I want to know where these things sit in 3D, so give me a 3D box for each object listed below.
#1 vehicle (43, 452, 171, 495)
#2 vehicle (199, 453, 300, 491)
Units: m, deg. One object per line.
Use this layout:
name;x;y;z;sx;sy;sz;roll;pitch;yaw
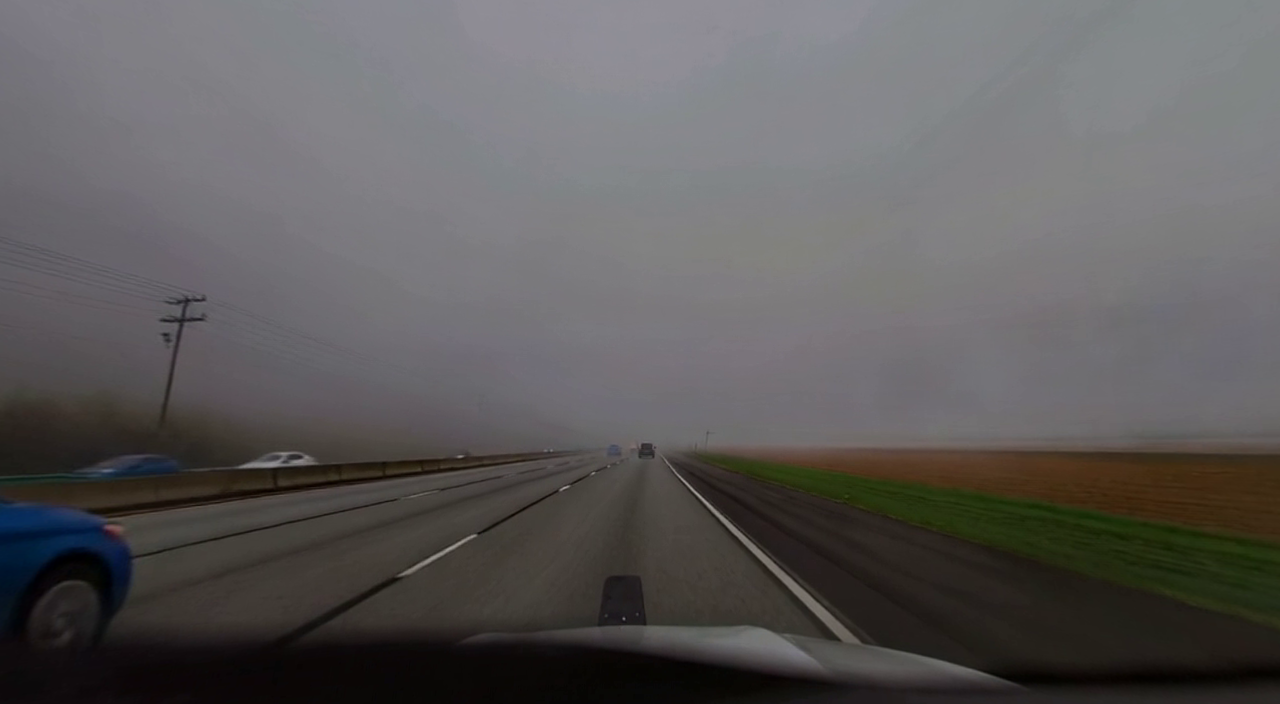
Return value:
vehicle;-19.887;4.529;23.706;1.701;1.400;3.522;0;-8;0
vehicle;-16.597;5.089;27.020;1.660;1.411;4.041;0;-8;2
